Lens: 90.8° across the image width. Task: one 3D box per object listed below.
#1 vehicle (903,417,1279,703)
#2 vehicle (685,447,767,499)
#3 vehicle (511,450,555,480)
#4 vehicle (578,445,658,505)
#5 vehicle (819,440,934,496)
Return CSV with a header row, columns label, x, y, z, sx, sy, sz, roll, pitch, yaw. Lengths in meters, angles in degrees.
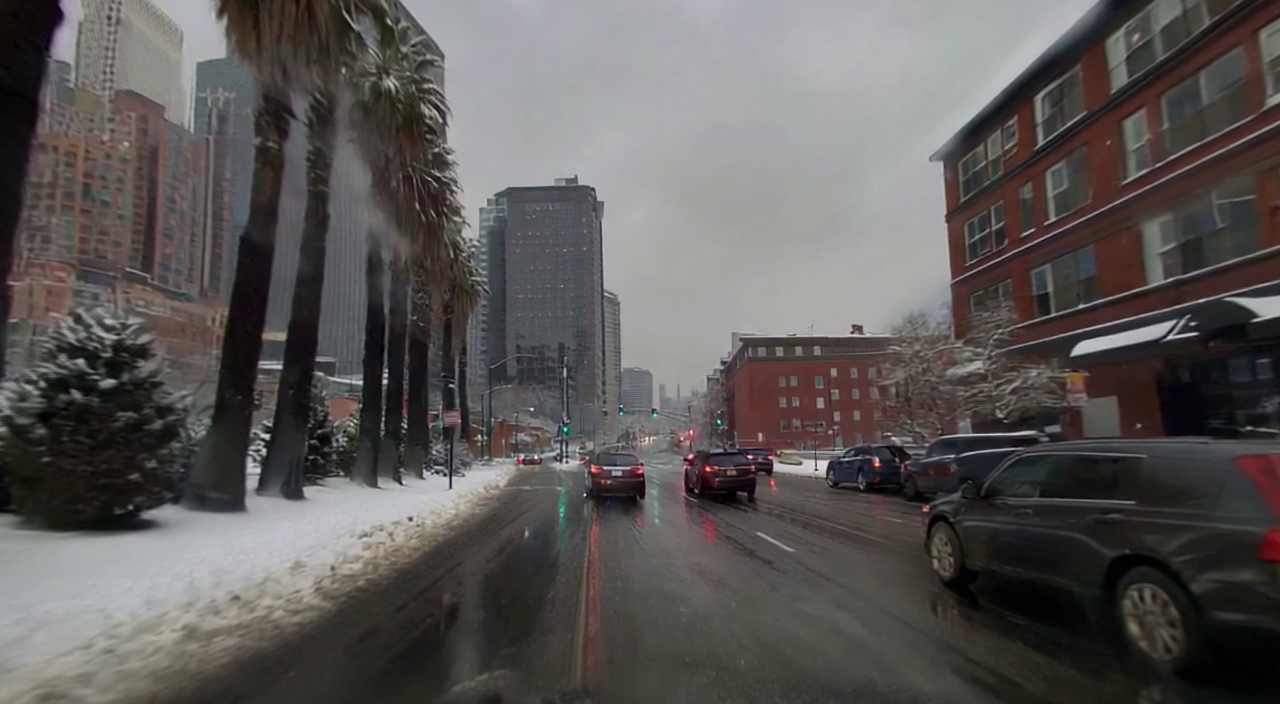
label,x,y,z,sx,sy,sz,roll,pitch,yaw
vehicle,3.907,1.318,4.690,1.920,1.490,4.417,0,-9,-1
vehicle,2.686,3.864,20.603,1.909,1.500,3.524,1,-9,-5
vehicle,-5.748,6.109,34.490,1.977,1.501,4.435,0,-9,-5
vehicle,-0.670,3.469,18.214,2.048,1.503,3.681,0,-9,-3
vehicle,8.025,3.967,21.966,1.946,1.715,4.365,1,-9,-5
